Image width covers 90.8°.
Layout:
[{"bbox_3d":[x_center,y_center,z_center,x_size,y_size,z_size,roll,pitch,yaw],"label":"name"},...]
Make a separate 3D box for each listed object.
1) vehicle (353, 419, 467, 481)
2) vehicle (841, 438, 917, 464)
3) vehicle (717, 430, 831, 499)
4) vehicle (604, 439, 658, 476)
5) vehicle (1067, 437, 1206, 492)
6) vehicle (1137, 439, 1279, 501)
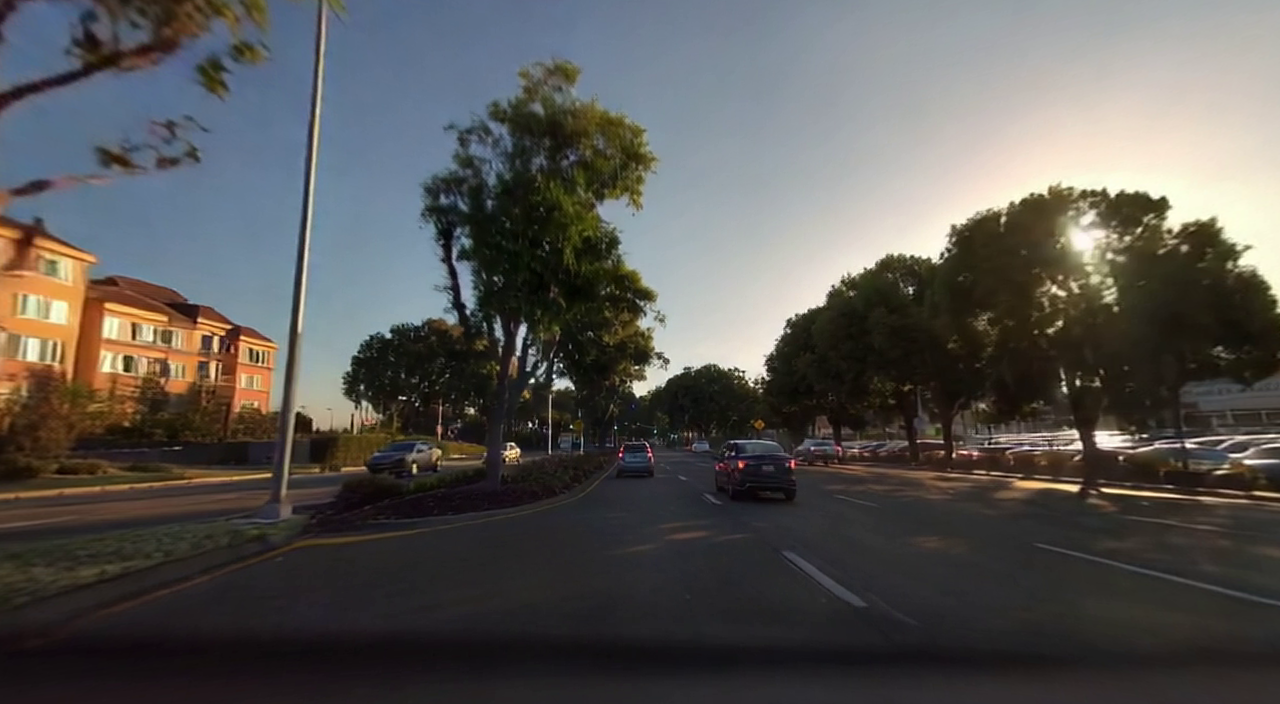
[{"bbox_3d":[-8.742,3.816,24.795,2.285,2.106,5.836,0,-8,0],"label":"vehicle"},{"bbox_3d":[17.722,7.360,46.996,4.749,1.797,2.120,0,-8,-2],"label":"vehicle"},{"bbox_3d":[3.452,2.990,17.223,2.041,1.611,4.426,0,-8,-1],"label":"vehicle"},{"bbox_3d":[-0.397,4.435,26.830,2.095,1.456,3.873,0,-8,-1],"label":"vehicle"},{"bbox_3d":[17.461,3.890,22.196,4.650,1.717,2.258,5,-10,-32],"label":"vehicle"},{"bbox_3d":[17.249,3.477,19.105,4.326,1.634,2.115,6,-10,-34],"label":"vehicle"}]
